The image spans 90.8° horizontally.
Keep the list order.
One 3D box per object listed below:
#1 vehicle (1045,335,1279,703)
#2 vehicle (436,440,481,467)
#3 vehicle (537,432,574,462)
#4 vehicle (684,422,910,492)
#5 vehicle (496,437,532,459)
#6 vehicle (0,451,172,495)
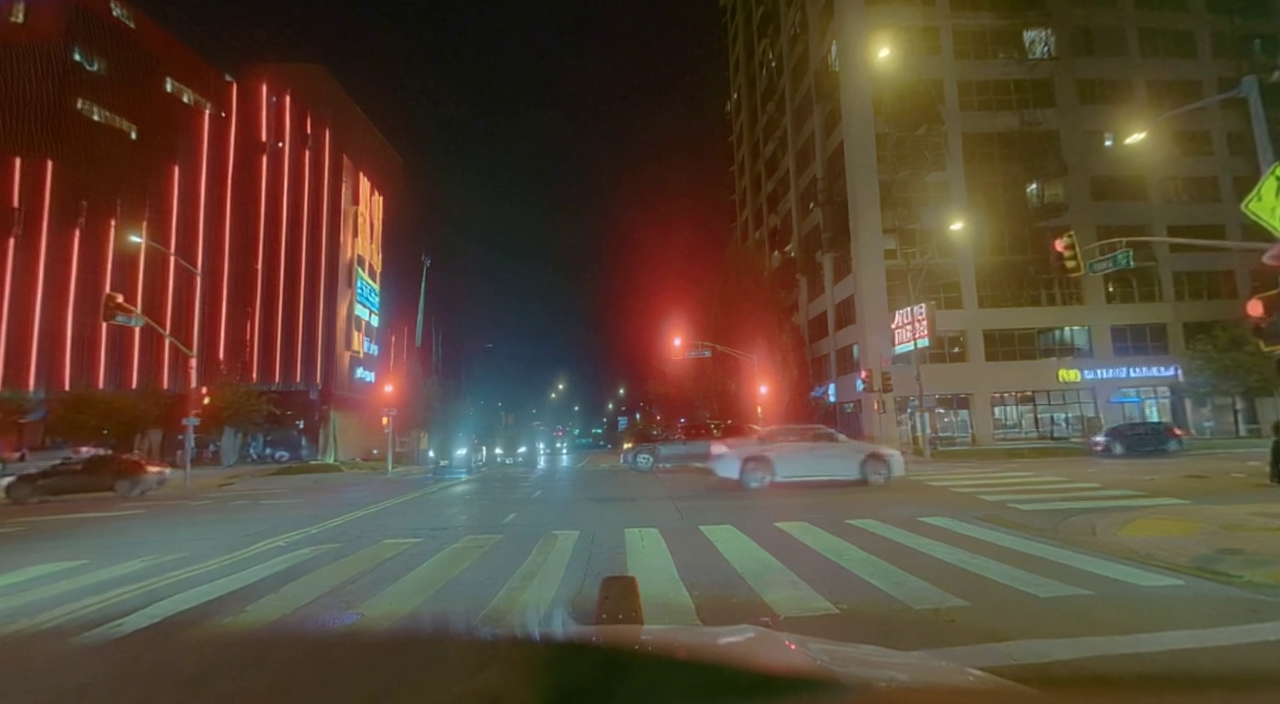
[{"bbox_3d":[2.964,0.610,0.865,1.866,1.654,4.354,0,-8,0],"label":"vehicle"},{"bbox_3d":[-10.894,6.101,38.211,1.885,1.545,4.124,1,-8,-6],"label":"vehicle"},{"bbox_3d":[-5.102,5.809,38.631,1.976,1.683,4.117,0,-8,-4],"label":"vehicle"},{"bbox_3d":[3.592,2.439,14.873,4.758,1.480,1.849,1,-8,-10],"label":"vehicle"},{"bbox_3d":[-8.632,6.636,43.573,1.906,1.402,4.904,0,-8,-5],"label":"vehicle"},{"bbox_3d":[-19.979,4.343,22.898,4.461,1.443,1.715,1,-9,-10],"label":"vehicle"}]
